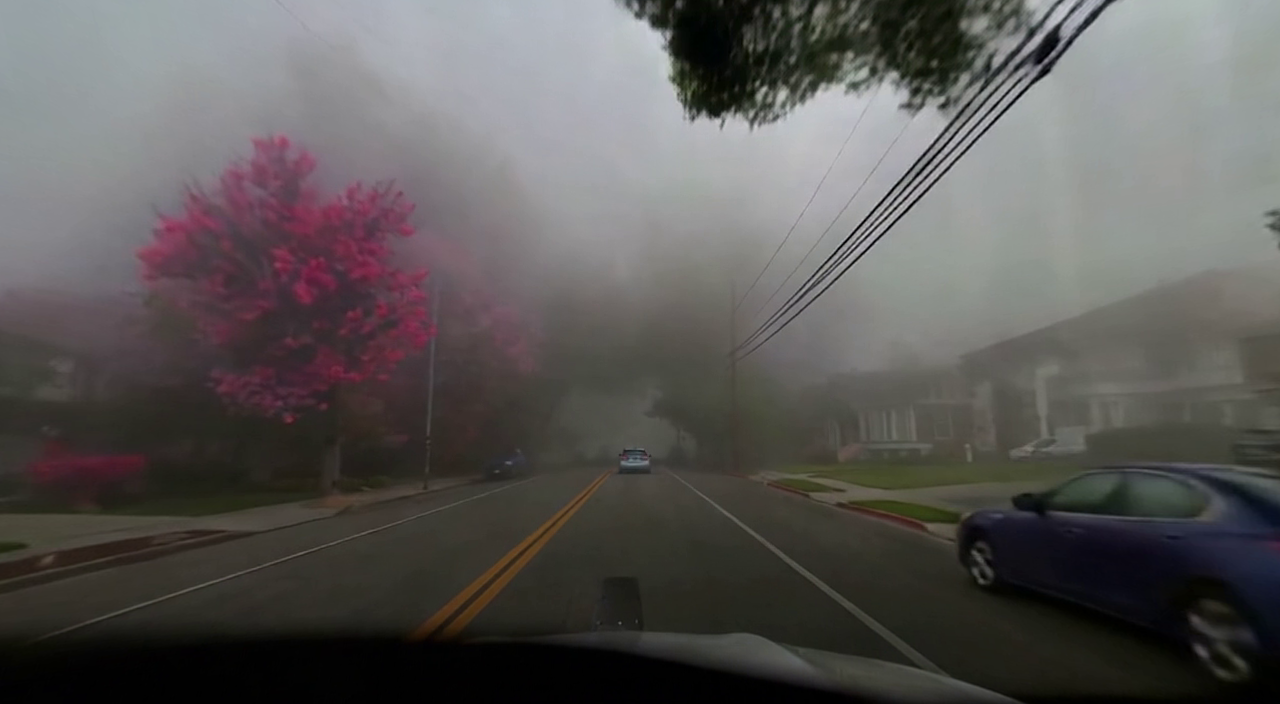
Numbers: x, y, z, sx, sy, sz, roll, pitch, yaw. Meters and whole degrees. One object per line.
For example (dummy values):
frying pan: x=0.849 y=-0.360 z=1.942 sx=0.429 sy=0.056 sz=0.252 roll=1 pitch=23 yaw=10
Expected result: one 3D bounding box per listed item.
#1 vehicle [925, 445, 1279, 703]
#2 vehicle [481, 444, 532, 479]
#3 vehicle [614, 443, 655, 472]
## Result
vehicle: x=4.445 y=1.482 z=4.941 sx=1.977 sy=1.481 sz=5.155 roll=0 pitch=-8 yaw=0
vehicle: x=-7.729 y=6.390 z=36.765 sx=2.022 sy=1.795 sz=4.337 roll=-3 pitch=-10 yaw=0
vehicle: x=-0.330 y=5.730 z=34.481 sx=2.104 sy=1.500 sz=3.815 roll=0 pitch=-8 yaw=-1
